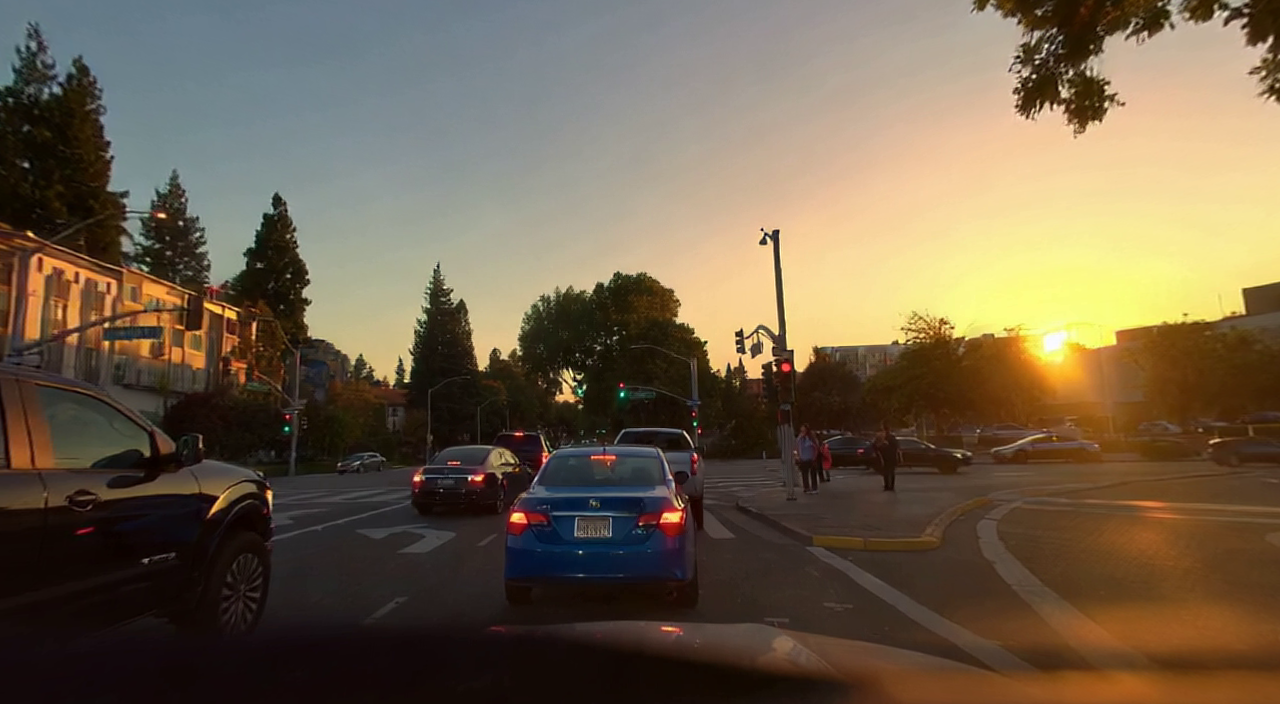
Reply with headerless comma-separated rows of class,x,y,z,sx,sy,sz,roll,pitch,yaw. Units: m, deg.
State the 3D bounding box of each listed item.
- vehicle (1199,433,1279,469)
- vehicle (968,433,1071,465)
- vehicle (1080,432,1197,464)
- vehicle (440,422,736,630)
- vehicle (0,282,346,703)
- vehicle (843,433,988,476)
vehicle,26.845,4.183,26.657,4.516,1.469,1.866,0,-9,1
vehicle,21.974,5.644,36.656,4.529,1.786,2.110,0,-9,2
vehicle,28.931,5.570,36.718,4.967,1.794,2.044,0,-9,2
vehicle,-0.367,1.600,6.869,2.144,1.497,4.446,0,-9,0
vehicle,-3.690,0.752,2.850,2.202,1.961,4.980,0,-9,1
vehicle,11.167,4.216,25.966,5.192,1.620,2.072,-3,-9,19
